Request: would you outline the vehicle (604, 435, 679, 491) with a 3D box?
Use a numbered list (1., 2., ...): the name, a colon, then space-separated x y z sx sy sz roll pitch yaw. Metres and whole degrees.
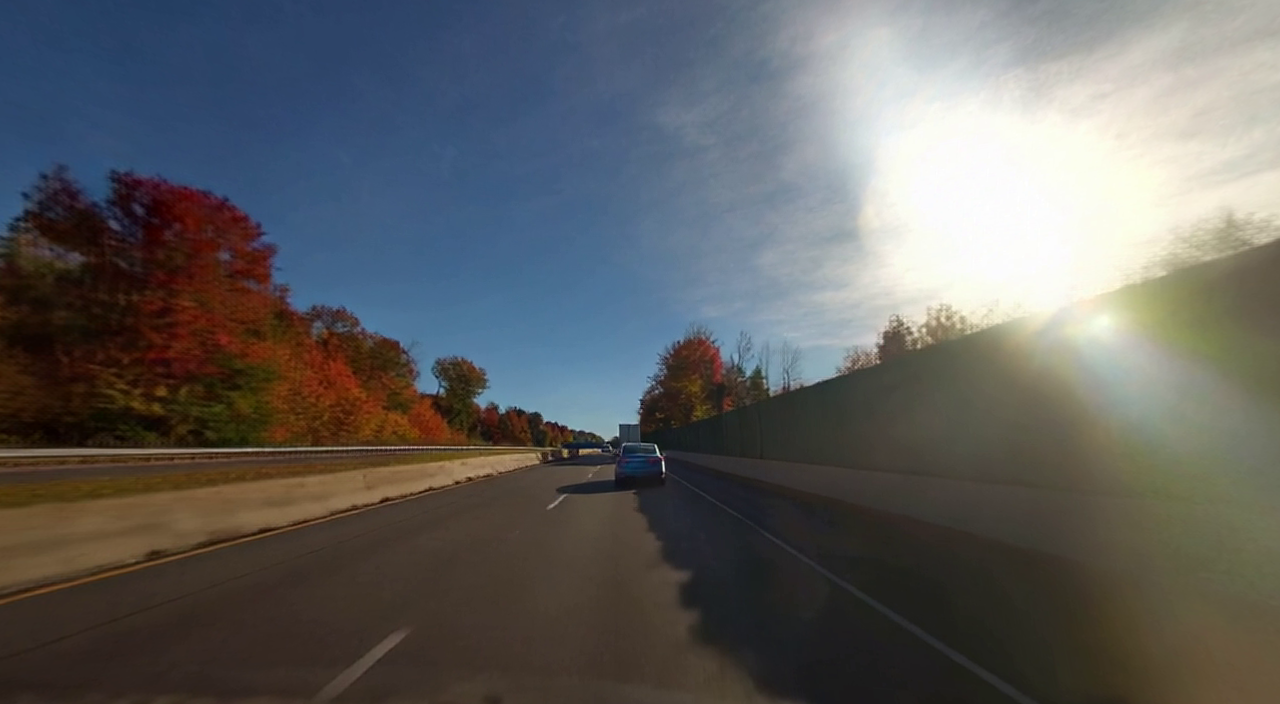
1. vehicle: -0.006 3.345 19.332 2.057 1.516 4.065 0 -8 -2
